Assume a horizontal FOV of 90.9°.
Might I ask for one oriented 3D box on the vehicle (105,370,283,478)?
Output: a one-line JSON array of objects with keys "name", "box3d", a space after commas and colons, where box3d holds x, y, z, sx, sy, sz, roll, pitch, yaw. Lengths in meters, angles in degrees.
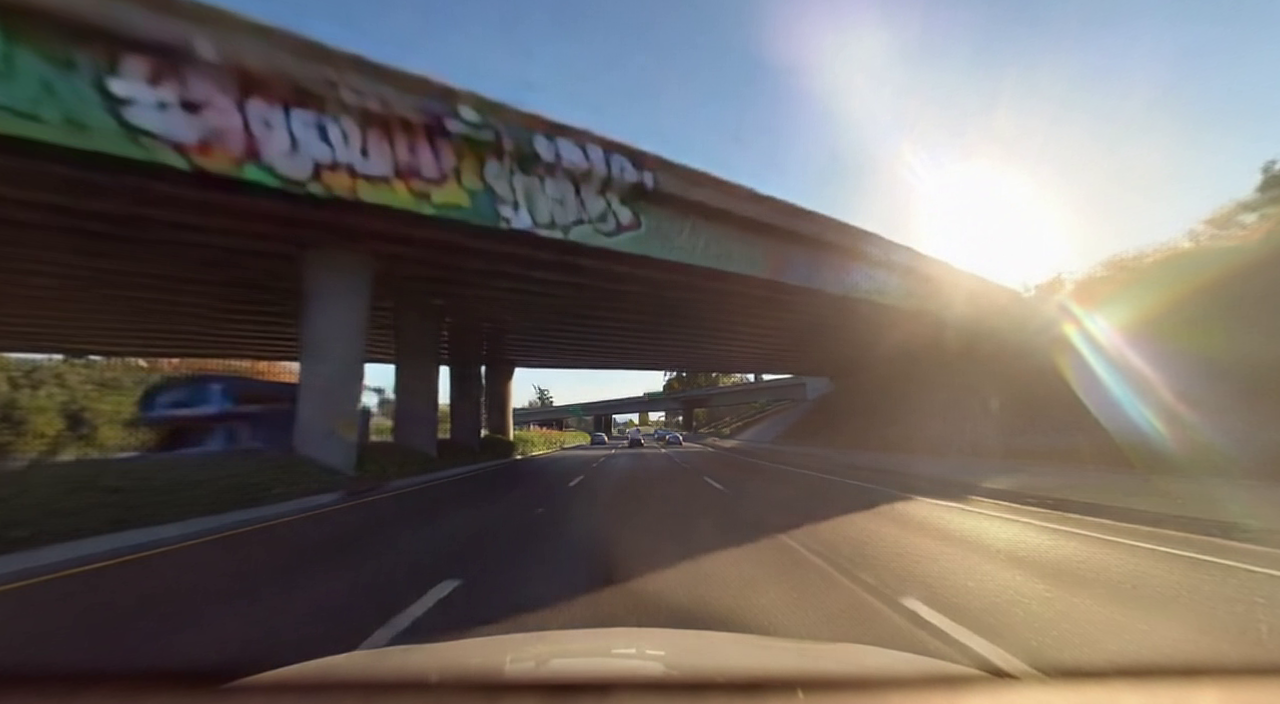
[{"name": "vehicle", "box3d": [-17.908, 3.005, 25.918, 2.916, 3.893, 5.850, 0, -8, -1]}]
